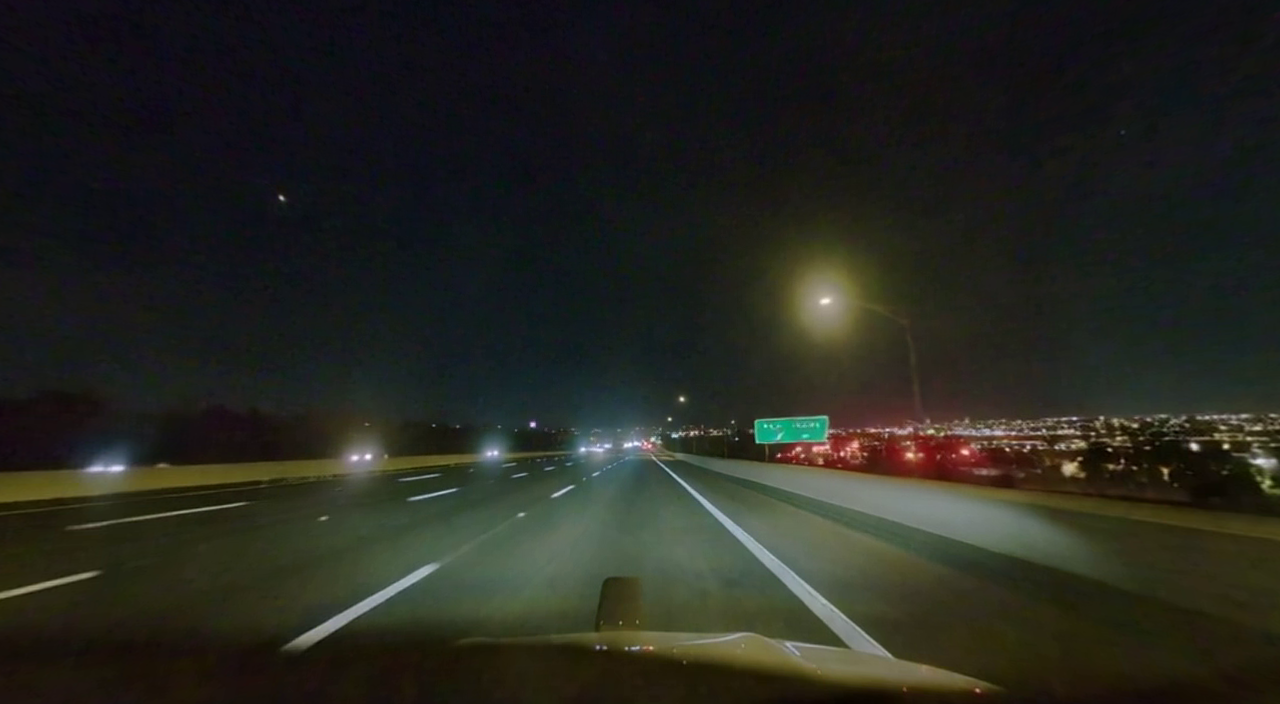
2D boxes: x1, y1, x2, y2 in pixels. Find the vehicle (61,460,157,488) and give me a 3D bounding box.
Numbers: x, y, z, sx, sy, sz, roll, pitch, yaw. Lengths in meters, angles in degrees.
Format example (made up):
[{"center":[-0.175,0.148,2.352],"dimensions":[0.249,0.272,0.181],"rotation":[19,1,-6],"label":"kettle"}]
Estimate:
[{"center":[-31.638,7.262,37.716],"dimensions":[1.861,1.439,4.457],"rotation":[0,-9,1],"label":"vehicle"}]
